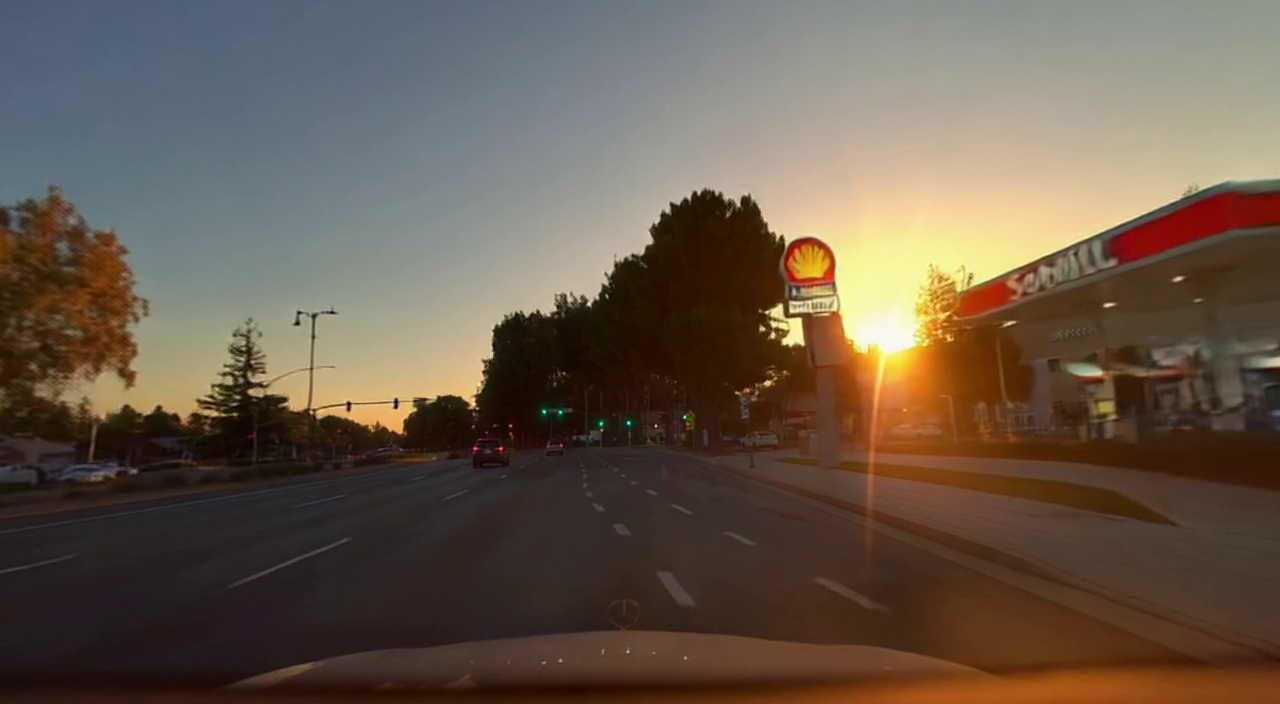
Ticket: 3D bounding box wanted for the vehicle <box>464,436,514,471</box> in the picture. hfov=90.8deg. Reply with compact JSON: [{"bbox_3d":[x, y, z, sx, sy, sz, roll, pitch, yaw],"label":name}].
[{"bbox_3d":[-8.281,5.591,35.014,1.985,1.772,4.479,0,-8,-4],"label":"vehicle"}]
